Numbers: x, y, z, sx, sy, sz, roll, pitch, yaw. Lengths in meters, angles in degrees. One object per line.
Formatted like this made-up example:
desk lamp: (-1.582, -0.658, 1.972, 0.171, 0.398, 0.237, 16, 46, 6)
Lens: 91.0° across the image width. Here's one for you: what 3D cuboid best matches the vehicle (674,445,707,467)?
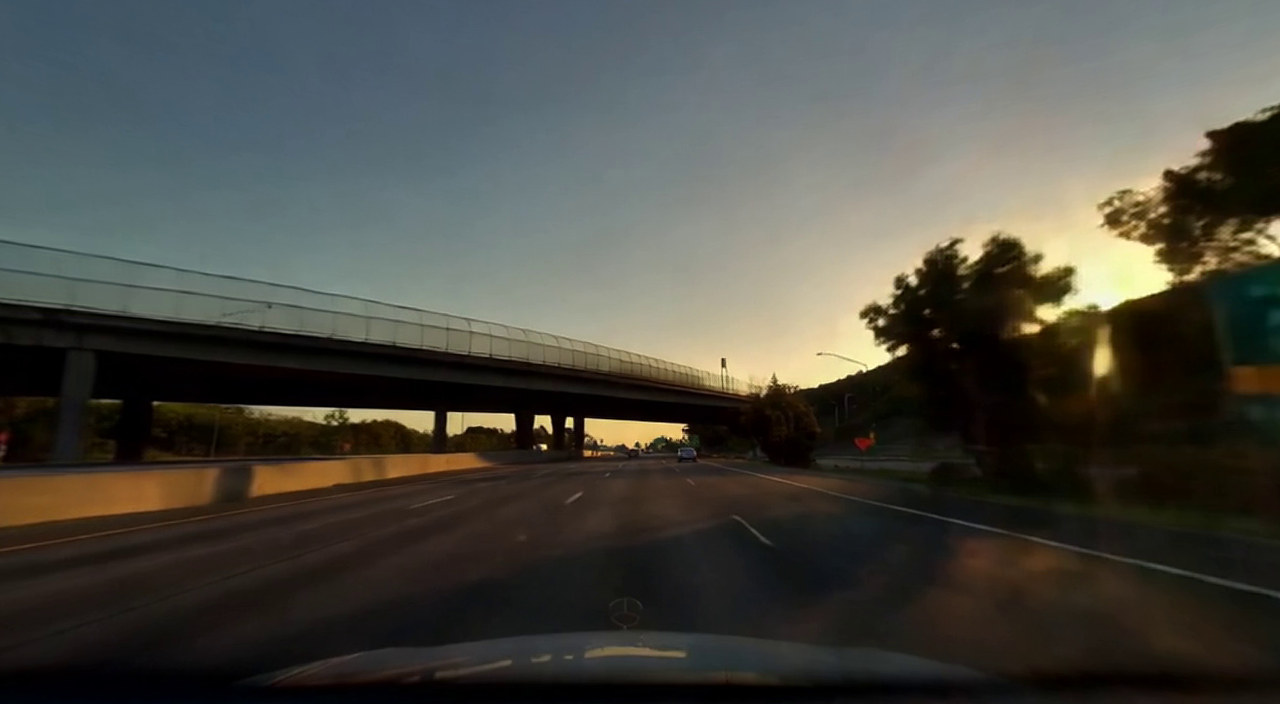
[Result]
vehicle: (3.653, 7.680, 46.574, 2.033, 1.501, 4.398, 0, -9, -1)
